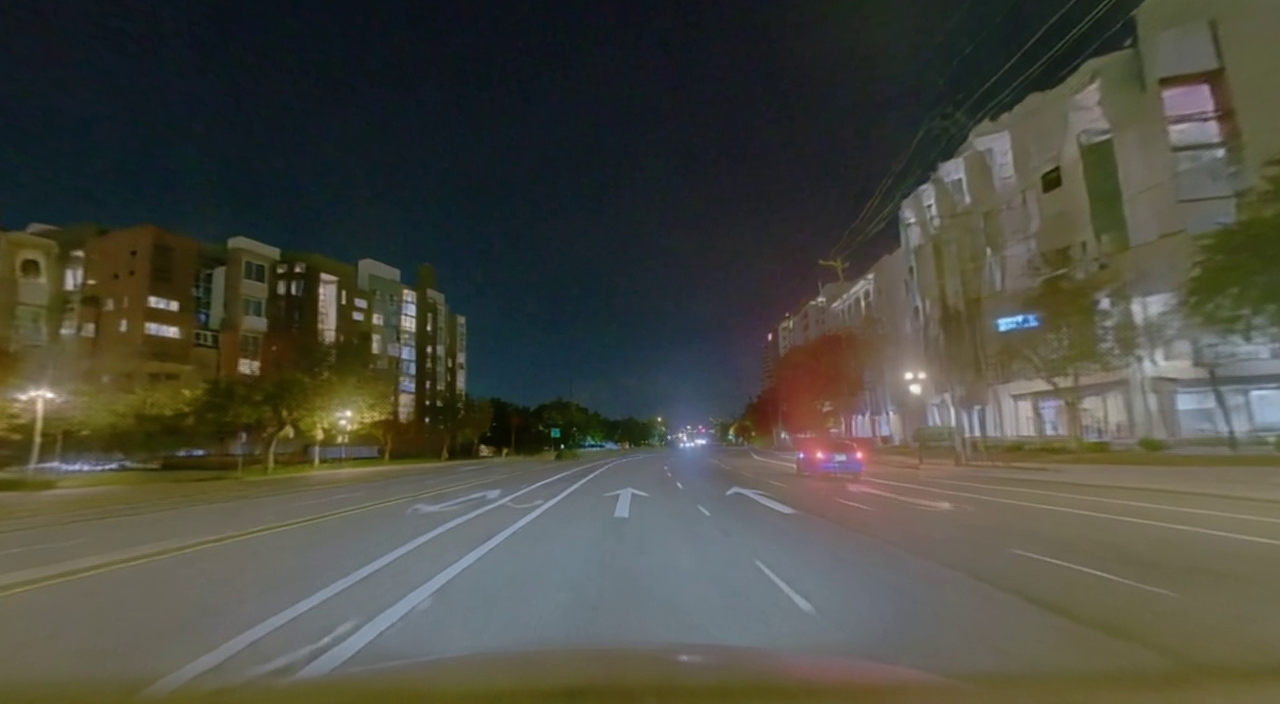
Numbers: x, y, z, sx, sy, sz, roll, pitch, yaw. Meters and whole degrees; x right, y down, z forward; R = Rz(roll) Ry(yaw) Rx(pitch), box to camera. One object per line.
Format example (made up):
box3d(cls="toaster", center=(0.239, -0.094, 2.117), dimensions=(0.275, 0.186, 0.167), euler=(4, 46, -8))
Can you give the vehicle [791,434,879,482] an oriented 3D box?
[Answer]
box3d(cls="vehicle", center=(6.590, 3.634, 21.747), dimensions=(1.908, 1.476, 3.880), euler=(0, -9, 2))
